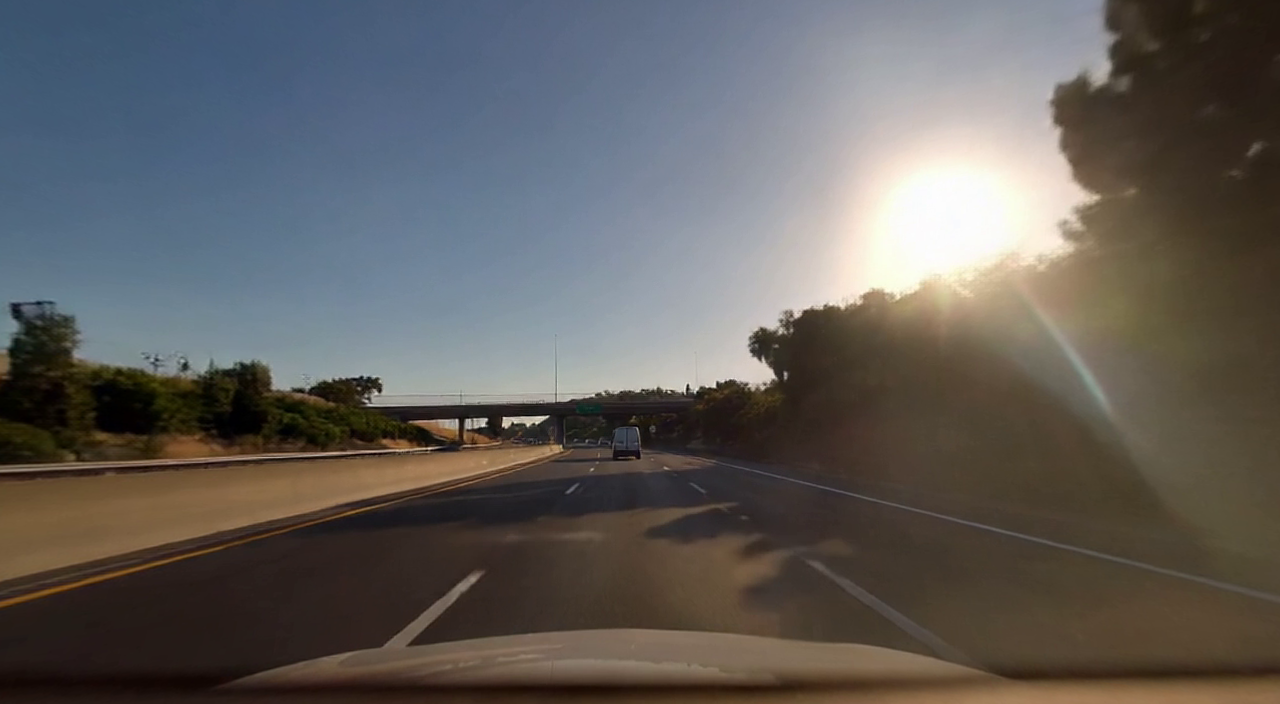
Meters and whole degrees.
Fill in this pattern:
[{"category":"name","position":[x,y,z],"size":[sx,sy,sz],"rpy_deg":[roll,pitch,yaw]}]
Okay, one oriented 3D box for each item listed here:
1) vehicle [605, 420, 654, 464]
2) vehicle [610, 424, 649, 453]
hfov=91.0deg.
[{"category":"vehicle","position":[-0.726,5.714,39.959],"size":[2.805,2.528,7.246],"rpy_deg":[0,-8,-2]},{"category":"vehicle","position":[-0.700,5.325,38.720],"size":[2.157,1.647,4.524],"rpy_deg":[0,-8,-4]}]
